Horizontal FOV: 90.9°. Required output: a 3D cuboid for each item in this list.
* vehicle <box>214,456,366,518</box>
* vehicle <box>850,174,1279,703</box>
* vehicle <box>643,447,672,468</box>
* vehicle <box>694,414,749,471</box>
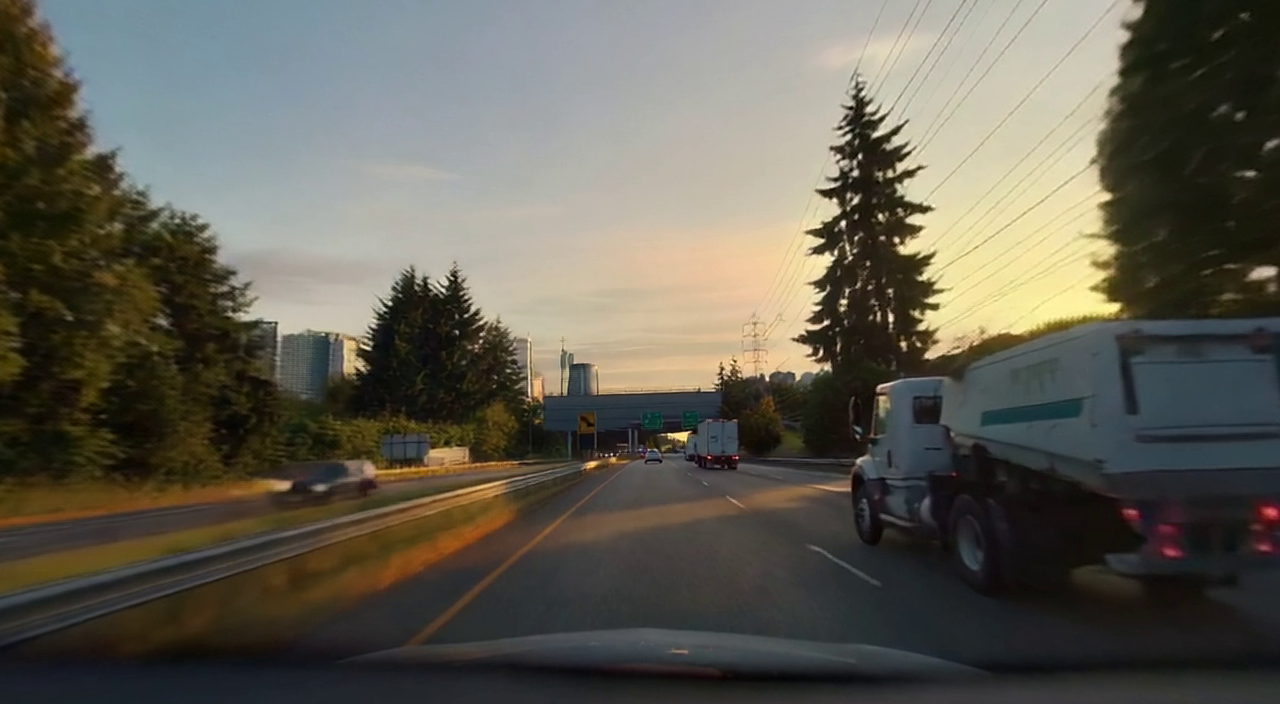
[{"bbox_3d":[-9.772,3.777,18.057,1.835,1.456,4.202,-1,-9,2],"label":"vehicle"},{"bbox_3d":[4.380,0.907,6.015,2.569,2.783,5.984,0,-9,-1],"label":"vehicle"},{"bbox_3d":[1.236,7.780,46.569,2.049,1.500,3.790,0,-9,0],"label":"vehicle"},{"bbox_3d":[5.188,5.983,41.426,2.743,3.367,7.306,0,-9,1],"label":"vehicle"}]
